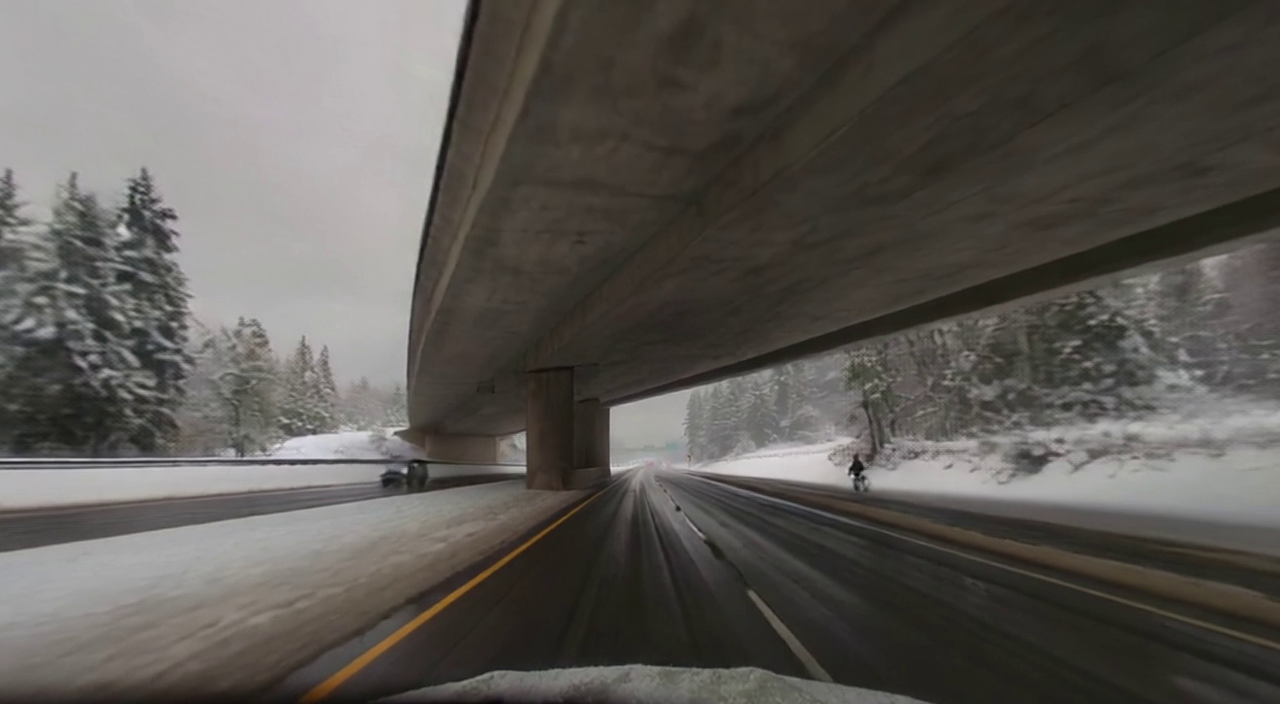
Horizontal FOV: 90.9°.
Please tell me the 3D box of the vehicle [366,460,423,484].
[{"bbox_3d":[-15.603,7.657,40.285,1.910,1.464,4.338,1,-10,0],"label":"vehicle"}]
